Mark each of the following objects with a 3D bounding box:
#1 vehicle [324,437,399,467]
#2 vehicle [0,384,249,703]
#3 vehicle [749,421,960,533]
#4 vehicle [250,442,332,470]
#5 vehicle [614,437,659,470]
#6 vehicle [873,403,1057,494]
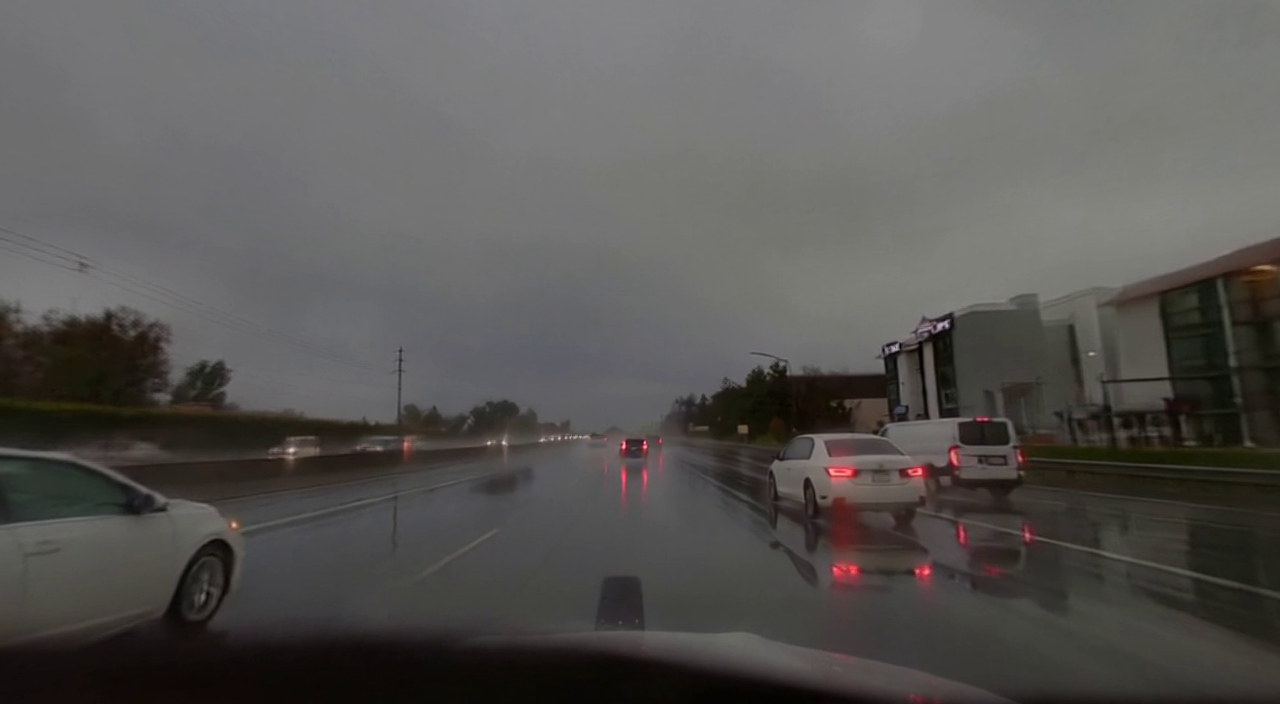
[{"bbox_3d":[-16.179,5.827,36.886,2.034,1.608,4.952,0,-8,1],"label":"vehicle"},{"bbox_3d":[-4.088,0.876,2.435,2.251,1.575,4.488,0,-8,0],"label":"vehicle"},{"bbox_3d":[3.377,2.064,11.015,1.995,1.533,4.463,0,-8,-2],"label":"vehicle"},{"bbox_3d":[-19.722,5.868,35.816,1.921,1.471,4.719,0,-8,1],"label":"vehicle"},{"bbox_3d":[-0.199,4.869,30.261,2.019,1.472,3.971,0,-8,-1],"label":"vehicle"},{"bbox_3d":[9.192,2.823,18.580,2.349,2.280,5.423,0,-8,-2],"label":"vehicle"}]
